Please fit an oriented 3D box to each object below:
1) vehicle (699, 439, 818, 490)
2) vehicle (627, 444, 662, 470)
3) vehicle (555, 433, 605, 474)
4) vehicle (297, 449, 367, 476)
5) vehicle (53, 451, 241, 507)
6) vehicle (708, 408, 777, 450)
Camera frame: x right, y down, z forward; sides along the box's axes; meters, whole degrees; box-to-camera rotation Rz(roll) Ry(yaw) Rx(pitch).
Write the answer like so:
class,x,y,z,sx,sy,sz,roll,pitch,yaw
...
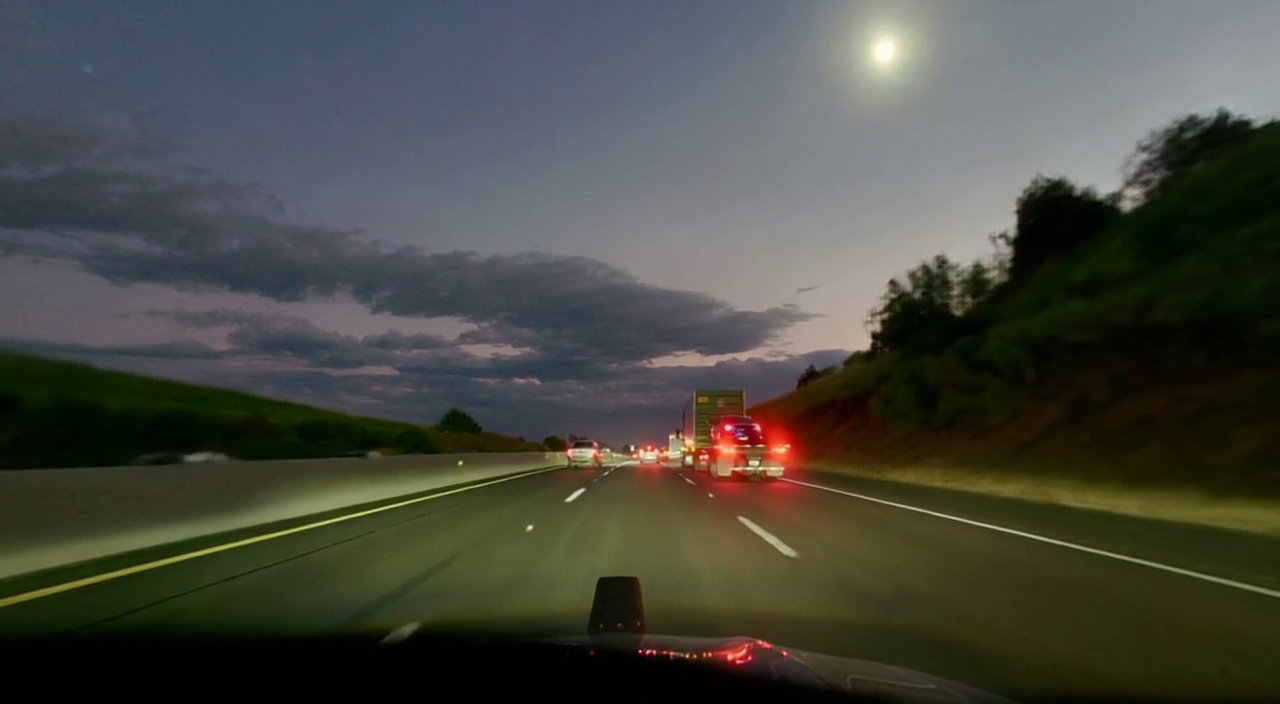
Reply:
class,x,y,z,sx,sy,sz,roll,pitch,yaw
vehicle,4.135,4.232,24.300,2.654,1.574,9.537,0,-9,-1
vehicle,0.285,6.585,39.695,2.086,1.497,3.681,0,-9,0
vehicle,-3.116,5.410,33.638,2.142,2.044,4.446,0,-9,1
vehicle,-18.601,6.672,38.304,1.965,1.479,4.478,0,-9,0
vehicle,-14.444,3.707,18.891,2.039,1.438,4.371,0,-9,1
vehicle,4.034,3.189,25.443,1.968,1.547,4.215,0,-9,-2
